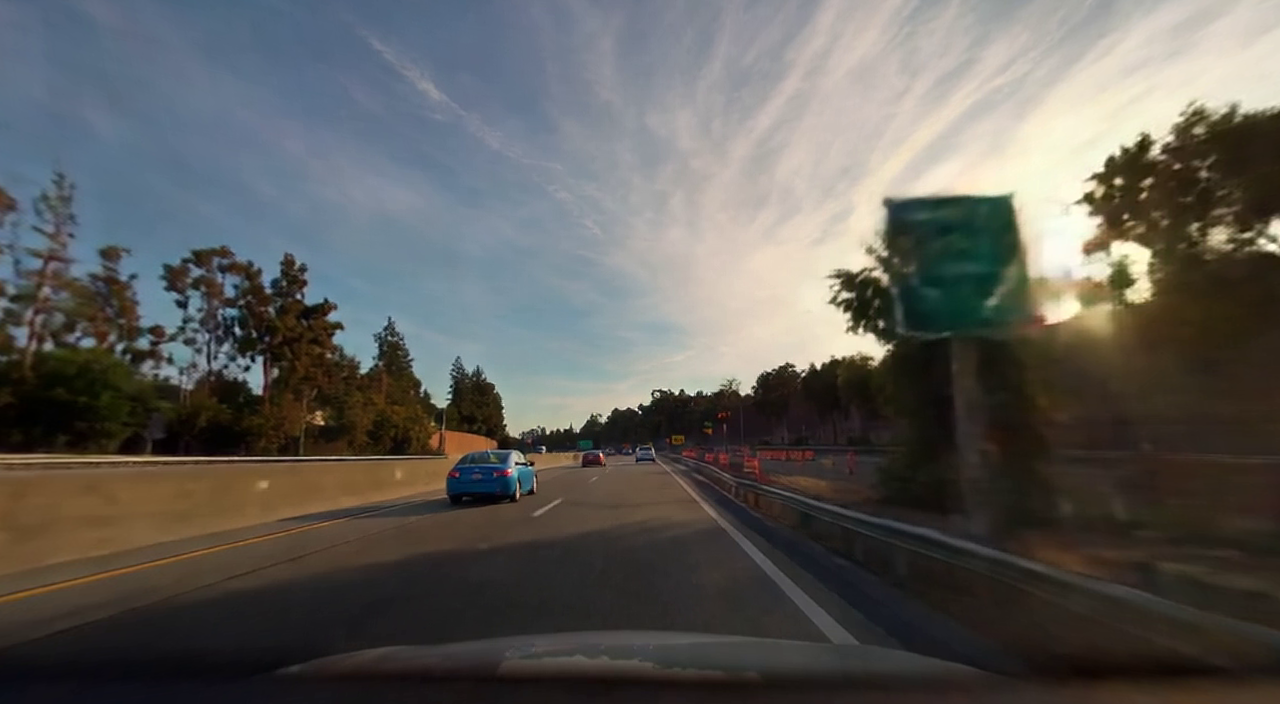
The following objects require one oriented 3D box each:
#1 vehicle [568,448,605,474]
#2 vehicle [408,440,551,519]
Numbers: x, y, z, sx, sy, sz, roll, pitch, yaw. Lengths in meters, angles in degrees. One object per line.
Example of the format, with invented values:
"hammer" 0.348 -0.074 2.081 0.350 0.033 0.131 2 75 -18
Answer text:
"vehicle" -3.277 6.778 39.354 1.965 1.459 4.145 0 -9 0
"vehicle" -3.454 2.848 14.643 2.012 1.510 4.672 0 -9 1
